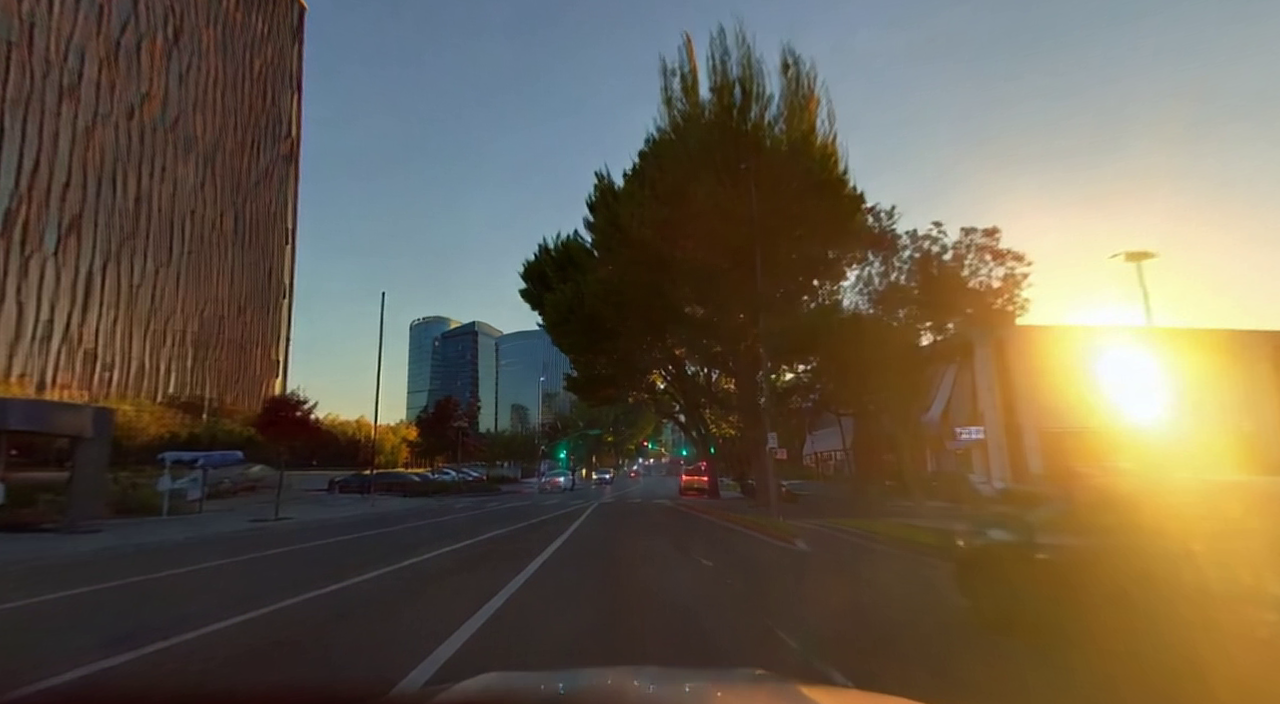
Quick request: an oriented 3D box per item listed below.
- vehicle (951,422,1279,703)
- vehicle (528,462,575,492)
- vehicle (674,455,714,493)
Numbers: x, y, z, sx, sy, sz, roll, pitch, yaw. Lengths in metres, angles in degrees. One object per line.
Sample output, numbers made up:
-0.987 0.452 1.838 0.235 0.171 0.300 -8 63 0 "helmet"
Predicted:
3.564 1.216 3.502 1.899 1.470 3.666 0 -10 3 "vehicle"
-5.883 8.366 42.442 2.043 1.778 4.602 -3 -10 6 "vehicle"
3.003 6.959 36.093 2.064 2.010 4.791 0 -10 2 "vehicle"
